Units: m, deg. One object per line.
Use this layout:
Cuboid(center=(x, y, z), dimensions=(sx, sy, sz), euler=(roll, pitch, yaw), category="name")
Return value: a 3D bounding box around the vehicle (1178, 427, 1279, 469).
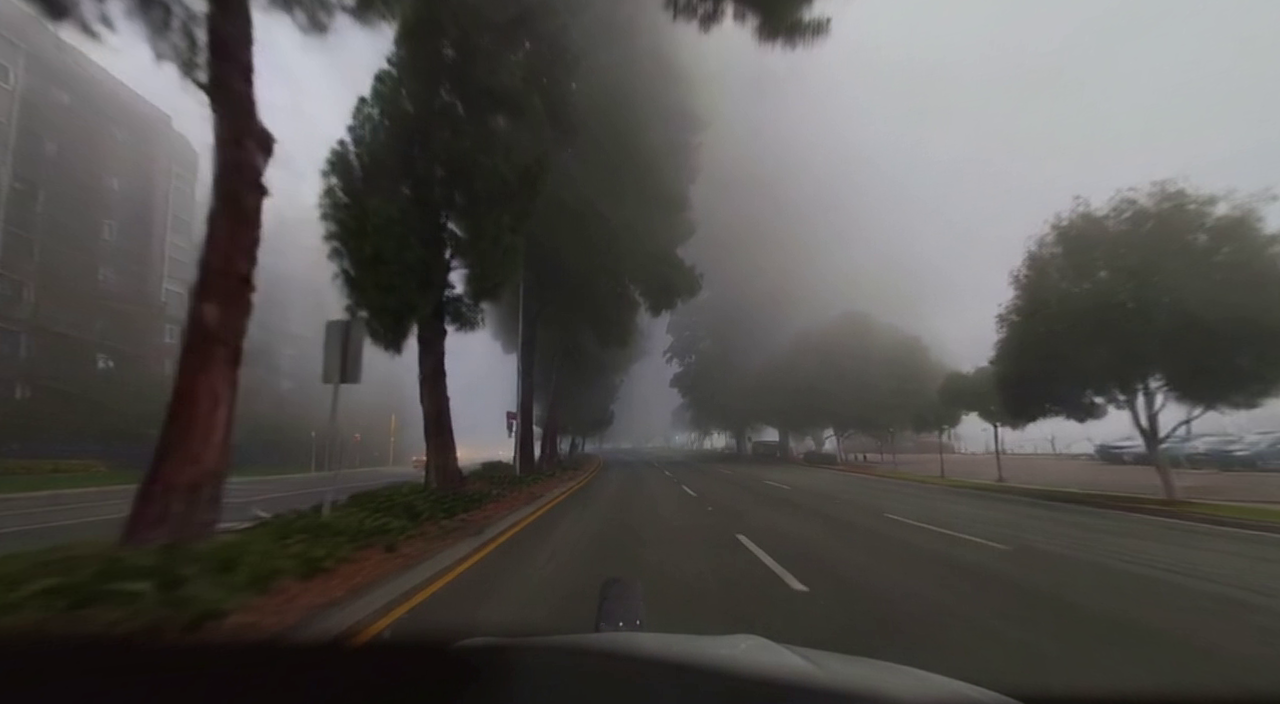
Cuboid(center=(21.915, 3.306, 21.905), dimensions=(4.378, 1.380, 2.099), euler=(-2, -7, 8), category="vehicle")
